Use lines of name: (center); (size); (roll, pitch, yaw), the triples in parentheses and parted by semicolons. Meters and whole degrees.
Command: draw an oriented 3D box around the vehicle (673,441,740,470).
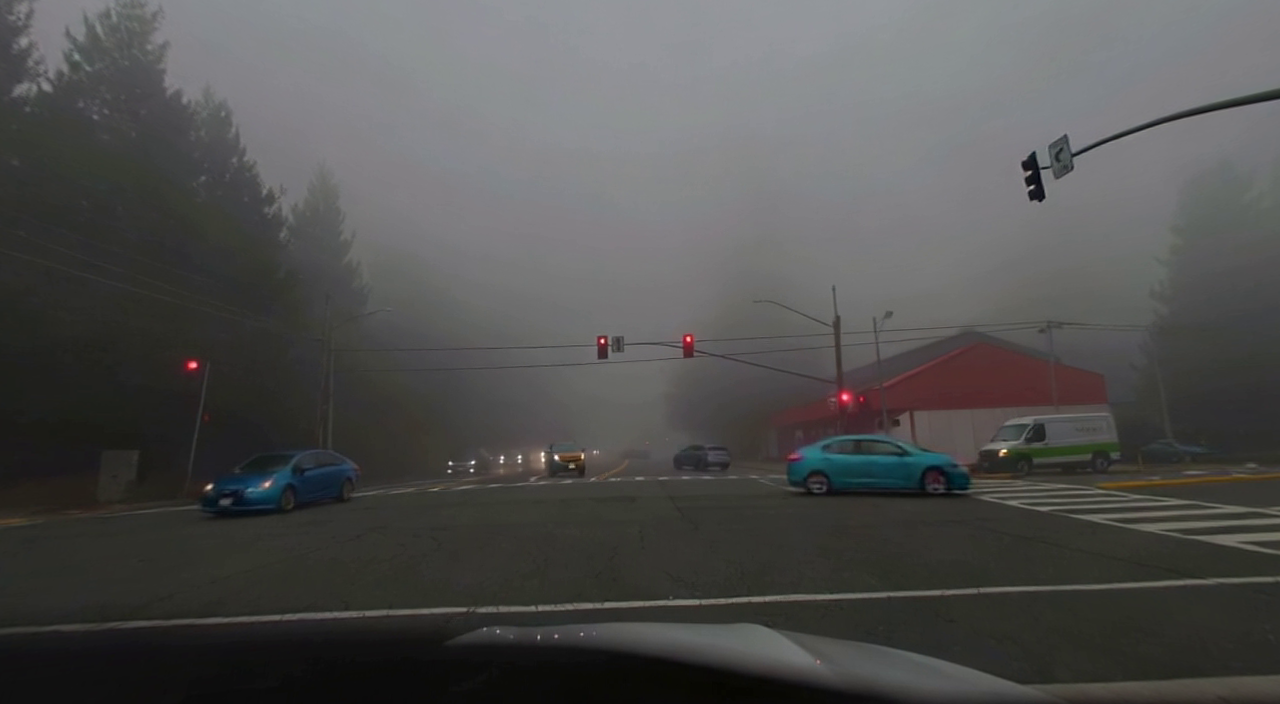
vehicle: (3.746, 6.005, 36.629); (1.919, 1.453, 4.828); (1, -9, -19)

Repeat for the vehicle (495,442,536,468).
vehicle: (-8.679, 7.199, 44.401); (2.087, 1.718, 4.700); (0, -9, -2)

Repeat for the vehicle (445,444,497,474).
vehicle: (-8.840, 5.615, 33.309); (1.779, 1.460, 4.463); (0, -9, -4)

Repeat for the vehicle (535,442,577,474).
vehicle: (-4.228, 5.268, 31.584); (1.935, 1.464, 4.562); (1, -9, -8)

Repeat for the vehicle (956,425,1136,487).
vehicle: (14.823, 3.778, 23.117); (5.910, 2.046, 2.228); (3, -9, -20)

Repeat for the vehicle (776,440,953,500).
vehicle: (5.983, 3.105, 16.908); (4.228, 1.416, 1.846); (-4, -10, 26)

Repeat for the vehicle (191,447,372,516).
vehicle: (-8.778, 3.165, 16.023); (2.024, 1.460, 4.381); (0, -9, 0)
